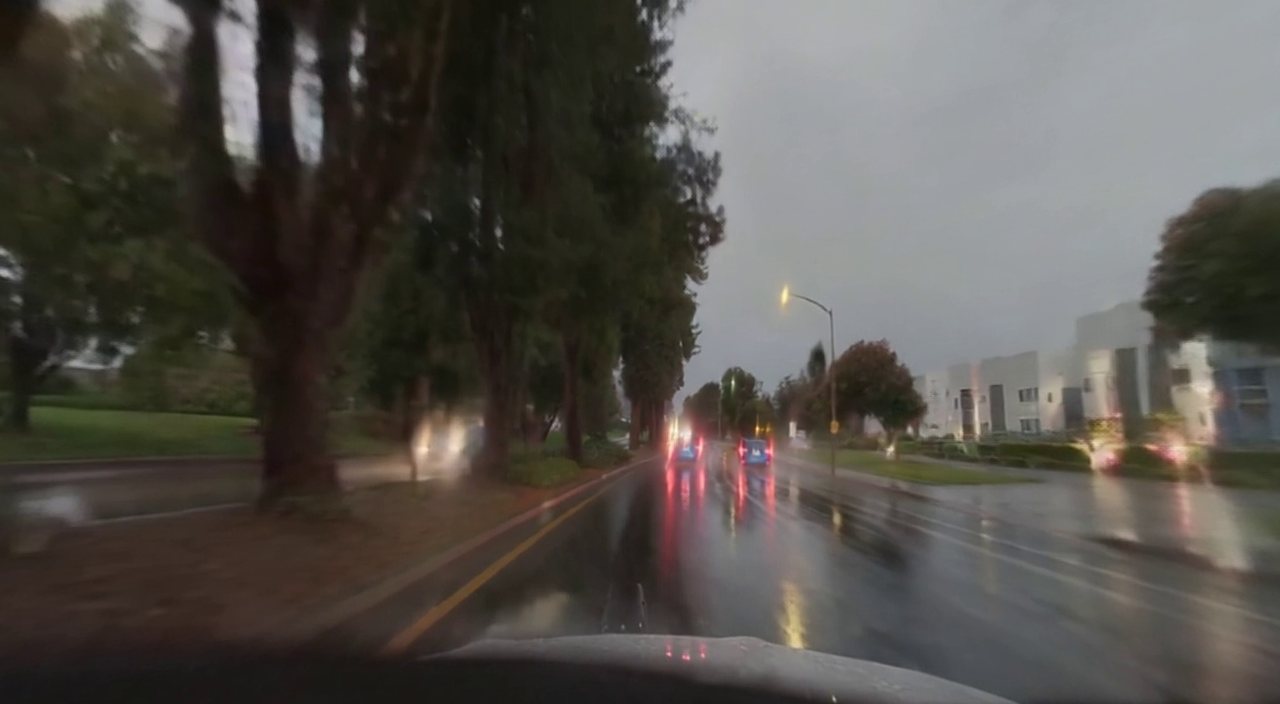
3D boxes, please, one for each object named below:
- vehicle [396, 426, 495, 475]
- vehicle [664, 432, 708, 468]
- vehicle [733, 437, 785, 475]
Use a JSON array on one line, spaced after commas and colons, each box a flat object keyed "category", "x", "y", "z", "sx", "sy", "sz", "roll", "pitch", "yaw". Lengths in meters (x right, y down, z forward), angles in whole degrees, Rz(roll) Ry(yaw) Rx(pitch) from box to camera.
[{"category": "vehicle", "x": -7.308, "y": 3.764, "z": 24.142, "sx": 1.981, "sy": 1.652, "sz": 4.609, "roll": -1, "pitch": -8, "yaw": 5}, {"category": "vehicle", "x": 2.555, "y": 5.337, "z": 34.457, "sx": 2.251, "sy": 1.822, "sz": 4.391, "roll": -1, "pitch": -8, "yaw": 6}, {"category": "vehicle", "x": 5.655, "y": 4.987, "z": 30.361, "sx": 1.971, "sy": 1.663, "sz": 4.287, "roll": 0, "pitch": -8, "yaw": 4}]
